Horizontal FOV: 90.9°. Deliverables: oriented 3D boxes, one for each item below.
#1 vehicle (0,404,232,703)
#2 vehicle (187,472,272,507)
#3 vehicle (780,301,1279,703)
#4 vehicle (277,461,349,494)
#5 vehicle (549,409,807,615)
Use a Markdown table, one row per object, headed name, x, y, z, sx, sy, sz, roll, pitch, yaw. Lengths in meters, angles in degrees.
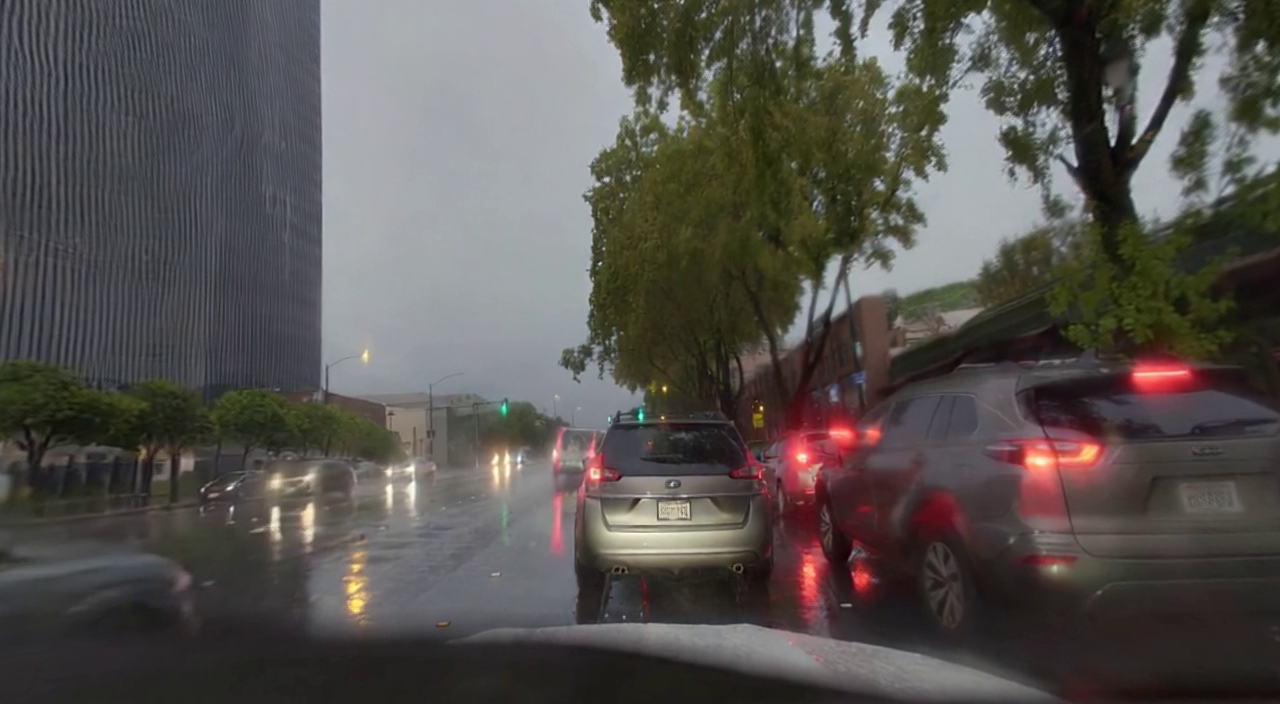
| name | x | y | z | sx | sy | sz | roll | pitch | yaw |
| --- | --- | --- | --- | --- | --- | --- | --- | --- | --- |
| vehicle | -3.072 | 0.715 | 0.687 | 2.088 | 1.483 | 4.708 | 0 | -9 | 0 |
| vehicle | -22.643 | 7.572 | 35.007 | 1.854 | 1.419 | 4.318 | -7 | -8 | 0 |
| vehicle | 2.746 | 1.066 | 4.917 | 2.117 | 1.855 | 4.794 | 0 | -9 | -1 |
| vehicle | -19.371 | 7.430 | 37.601 | 2.068 | 1.729 | 4.135 | 0 | -9 | 0 |
| vehicle | 0.238 | 1.539 | 6.866 | 2.045 | 1.608 | 3.573 | 0 | -9 | -2 |
